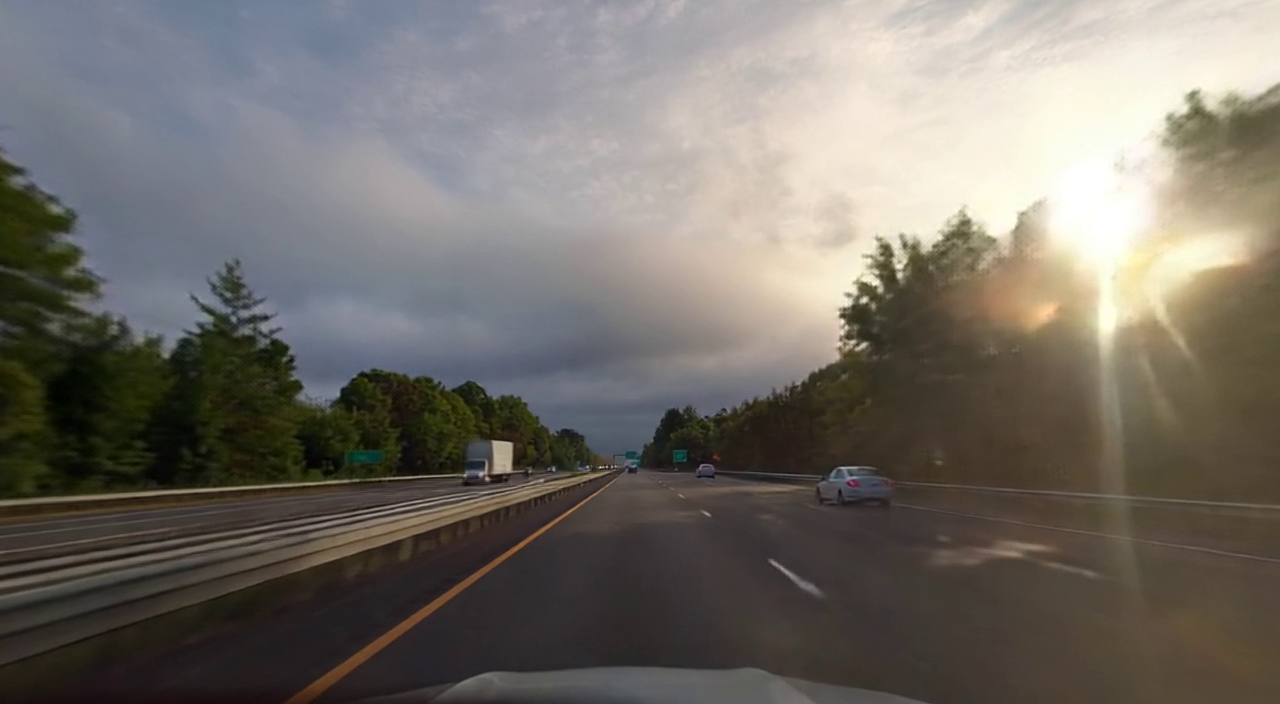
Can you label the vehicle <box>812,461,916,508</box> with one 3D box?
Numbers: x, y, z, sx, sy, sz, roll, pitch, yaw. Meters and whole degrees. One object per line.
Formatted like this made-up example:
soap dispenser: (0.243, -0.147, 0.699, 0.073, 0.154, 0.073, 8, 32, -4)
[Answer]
vehicle: (7.890, 4.725, 22.702, 2.024, 1.476, 4.352, 1, -10, -1)
